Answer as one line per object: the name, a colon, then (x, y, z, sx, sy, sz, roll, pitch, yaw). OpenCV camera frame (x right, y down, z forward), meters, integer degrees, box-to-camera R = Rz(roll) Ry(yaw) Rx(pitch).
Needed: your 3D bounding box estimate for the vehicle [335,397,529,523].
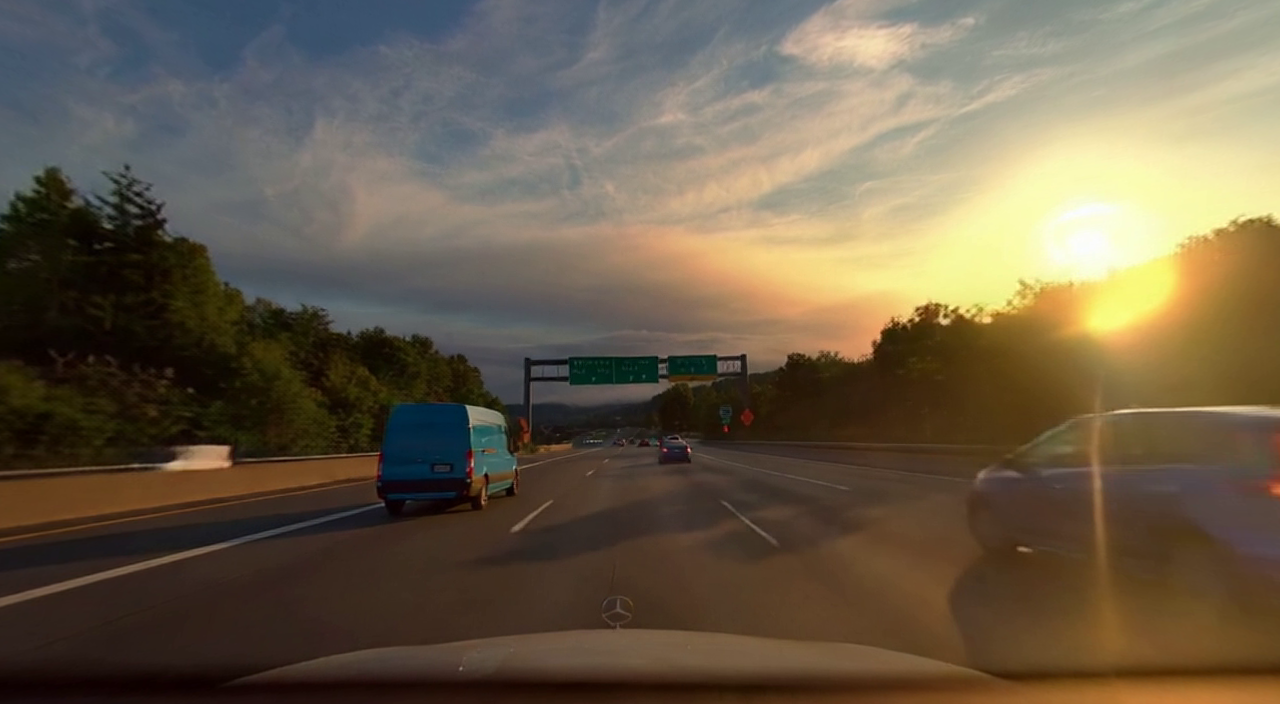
vehicle: (-3.884, 2.113, 12.986, 2.275, 2.053, 5.082, 0, -8, -1)

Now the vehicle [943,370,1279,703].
vehicle: (4.128, 1.050, 4.112, 1.996, 1.638, 4.496, 0, -8, -1)

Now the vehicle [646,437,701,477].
vehicle: (1.262, 4.148, 25.381, 2.020, 1.464, 3.803, 0, -8, 0)
